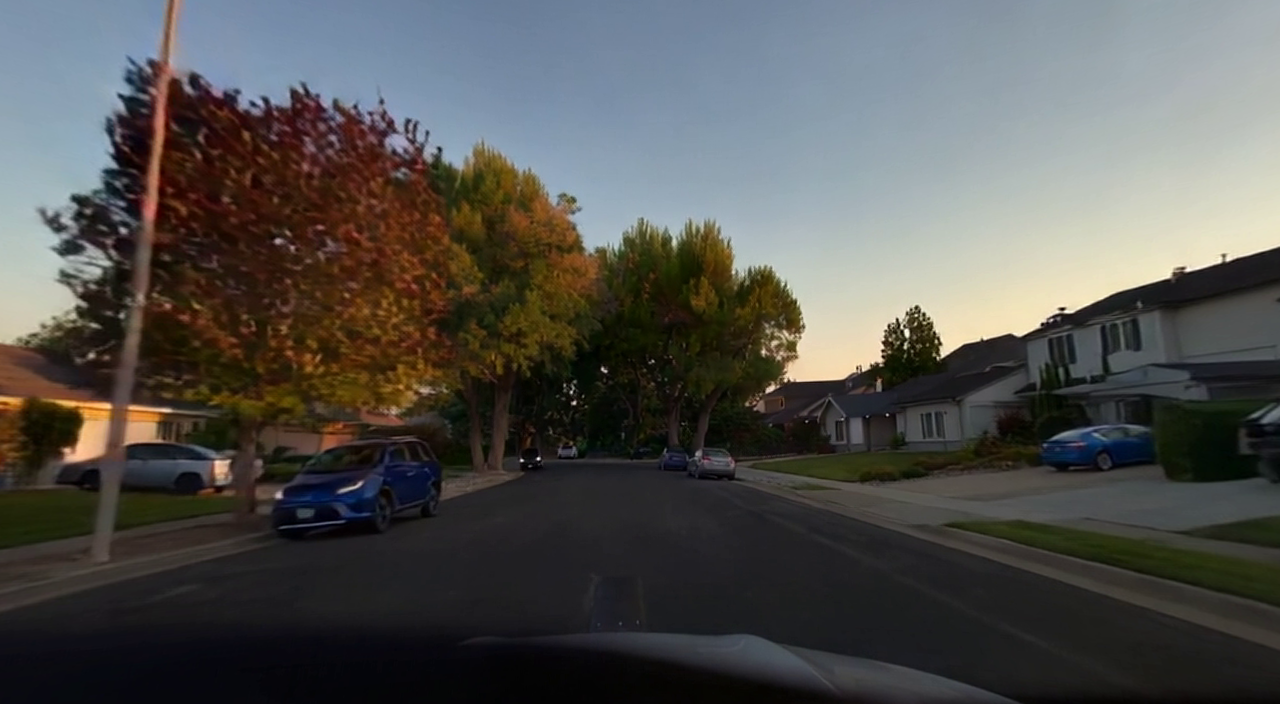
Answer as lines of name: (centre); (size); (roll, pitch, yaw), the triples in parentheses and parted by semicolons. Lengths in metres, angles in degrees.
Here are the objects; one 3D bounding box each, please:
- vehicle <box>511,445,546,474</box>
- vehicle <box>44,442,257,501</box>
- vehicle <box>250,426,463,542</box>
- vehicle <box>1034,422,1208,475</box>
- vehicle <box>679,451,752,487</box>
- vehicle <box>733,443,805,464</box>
vehicle: (-7.936, 7.549, 44.693); (1.976, 1.855, 4.299); (3, -8, -16)
vehicle: (-13.747, 3.345, 18.146); (4.376, 1.458, 2.046); (3, -8, -24)
vehicle: (-5.315, 2.487, 12.784); (2.215, 1.859, 4.765); (1, -7, -2)
vehicle: (14.570, 2.923, 19.176); (4.488, 1.454, 1.944); (3, -9, -20)
vehicle: (3.299, 5.246, 28.725); (1.984, 1.437, 4.726); (1, -9, -10)
vehicle: (9.618, 7.518, 47.096); (4.940, 1.477, 2.015); (3, -8, -21)
